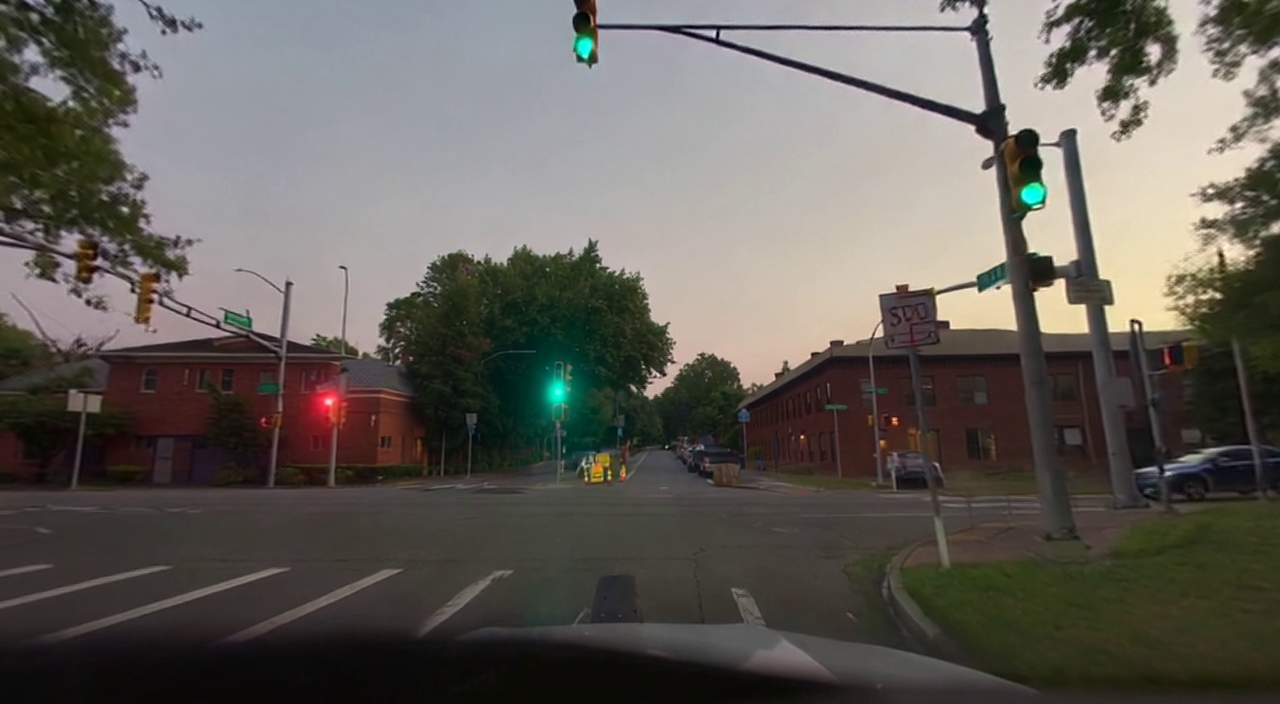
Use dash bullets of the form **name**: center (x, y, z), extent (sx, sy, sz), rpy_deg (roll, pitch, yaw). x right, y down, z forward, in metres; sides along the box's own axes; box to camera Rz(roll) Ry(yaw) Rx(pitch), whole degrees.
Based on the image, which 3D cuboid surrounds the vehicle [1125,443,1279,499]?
- **vehicle**: center (16.813, 3.420, 18.336), extent (3.876, 1.512, 1.784), rpy_deg (0, -8, -1)

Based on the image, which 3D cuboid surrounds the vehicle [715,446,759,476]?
- **vehicle**: center (6.898, 7.729, 44.886), extent (1.491, 2.041, 2.964), rpy_deg (5, -10, -31)

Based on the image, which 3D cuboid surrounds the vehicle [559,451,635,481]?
- **vehicle**: center (-2.473, 6.537, 36.325), extent (3.991, 1.526, 1.868), rpy_deg (-5, -9, 31)

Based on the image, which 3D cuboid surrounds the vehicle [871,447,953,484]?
- **vehicle**: center (12.392, 5.298, 29.007), extent (1.922, 1.529, 3.964), rpy_deg (0, -12, -1)
